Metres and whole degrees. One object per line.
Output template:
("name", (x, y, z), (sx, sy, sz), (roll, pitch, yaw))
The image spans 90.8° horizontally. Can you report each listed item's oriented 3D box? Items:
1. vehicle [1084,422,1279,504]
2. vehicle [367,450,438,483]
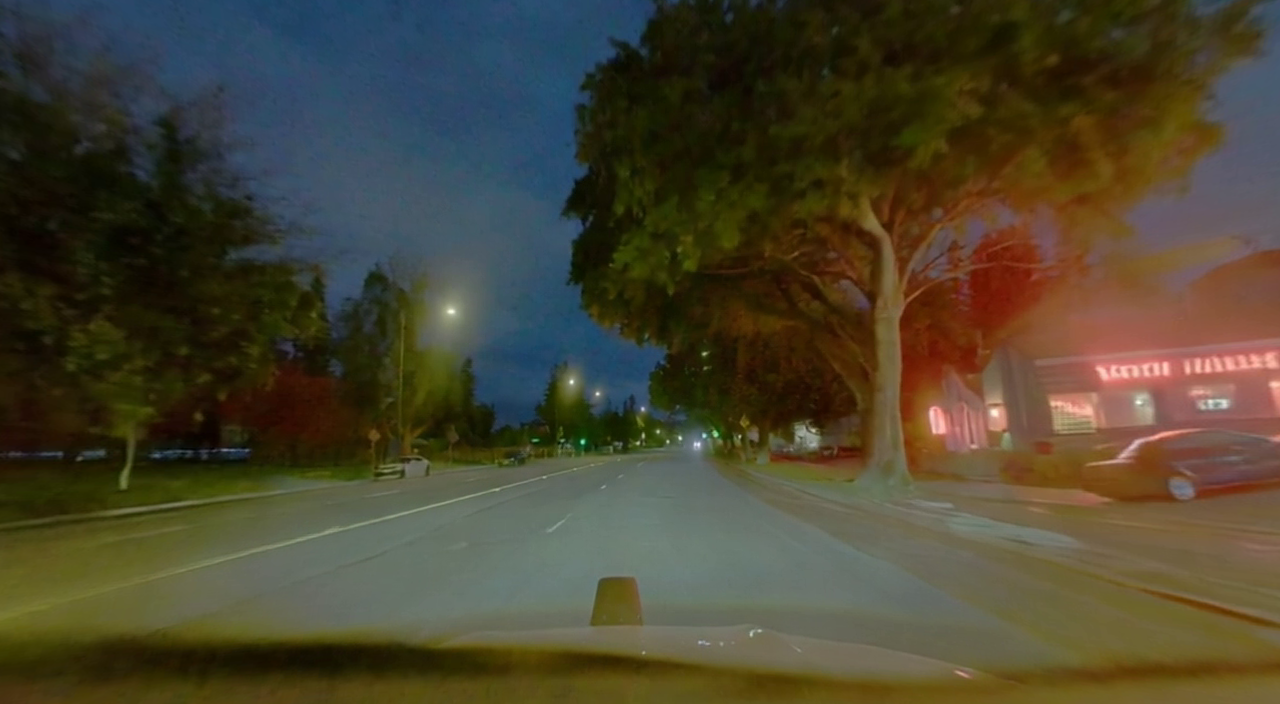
("vehicle", (11.513, 2.098, 12.125), (4.455, 1.442, 1.837), (-1, -8, 4))
("vehicle", (-12.540, 6.013, 33.590), (1.859, 1.496, 4.390), (-4, -9, 3))
